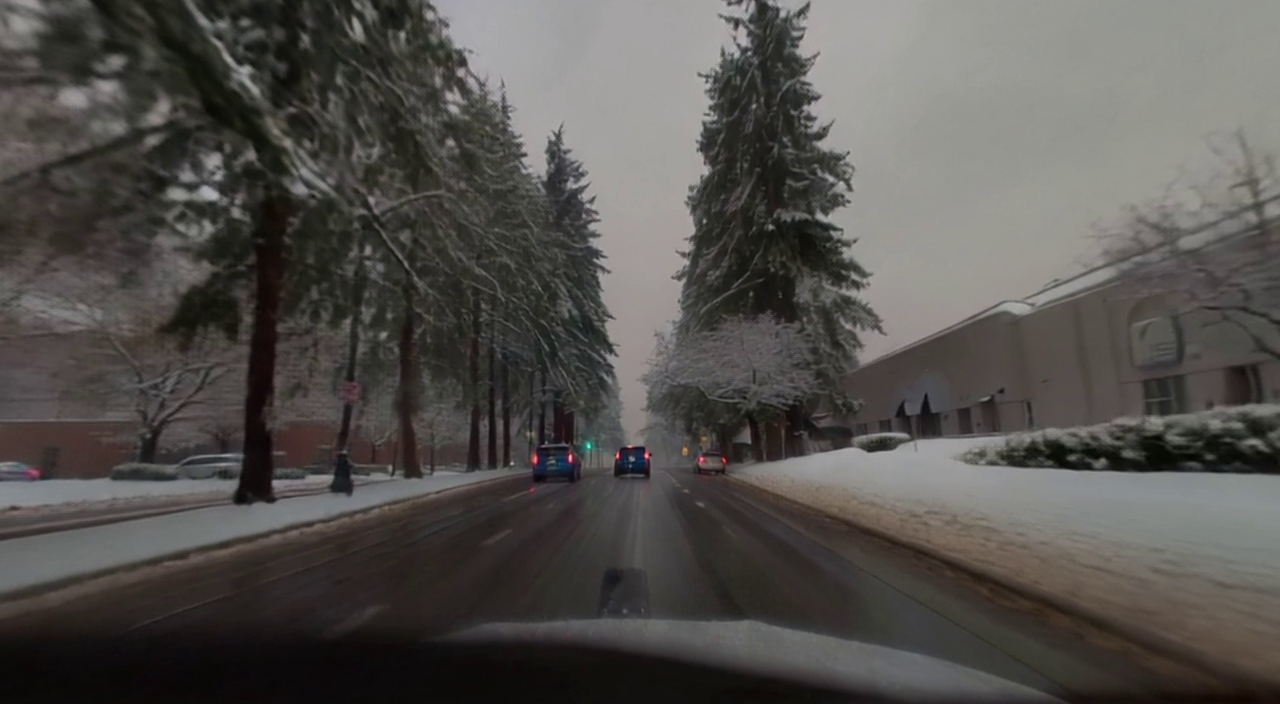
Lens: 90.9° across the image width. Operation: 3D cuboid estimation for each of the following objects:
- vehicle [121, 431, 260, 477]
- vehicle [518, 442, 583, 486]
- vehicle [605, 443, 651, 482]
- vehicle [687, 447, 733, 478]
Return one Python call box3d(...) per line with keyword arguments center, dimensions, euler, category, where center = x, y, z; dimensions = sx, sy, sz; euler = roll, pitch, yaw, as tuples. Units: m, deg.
box3d(center=(-32.341, 7.492, 46.085), dimensions=(2.768, 3.022, 9.215), euler=(-1, -10, 4), category="vehicle")
box3d(center=(-3.731, 4.761, 27.108), dimensions=(2.047, 1.710, 4.314), euler=(0, -8, 2), category="vehicle")
box3d(center=(-0.503, 5.167, 29.850), dimensions=(2.022, 1.700, 4.084), euler=(0, -8, 1), category="vehicle")
box3d(center=(3.630, 5.795, 33.368), dimensions=(1.847, 1.554, 4.052), euler=(0, -8, -1), category="vehicle")
